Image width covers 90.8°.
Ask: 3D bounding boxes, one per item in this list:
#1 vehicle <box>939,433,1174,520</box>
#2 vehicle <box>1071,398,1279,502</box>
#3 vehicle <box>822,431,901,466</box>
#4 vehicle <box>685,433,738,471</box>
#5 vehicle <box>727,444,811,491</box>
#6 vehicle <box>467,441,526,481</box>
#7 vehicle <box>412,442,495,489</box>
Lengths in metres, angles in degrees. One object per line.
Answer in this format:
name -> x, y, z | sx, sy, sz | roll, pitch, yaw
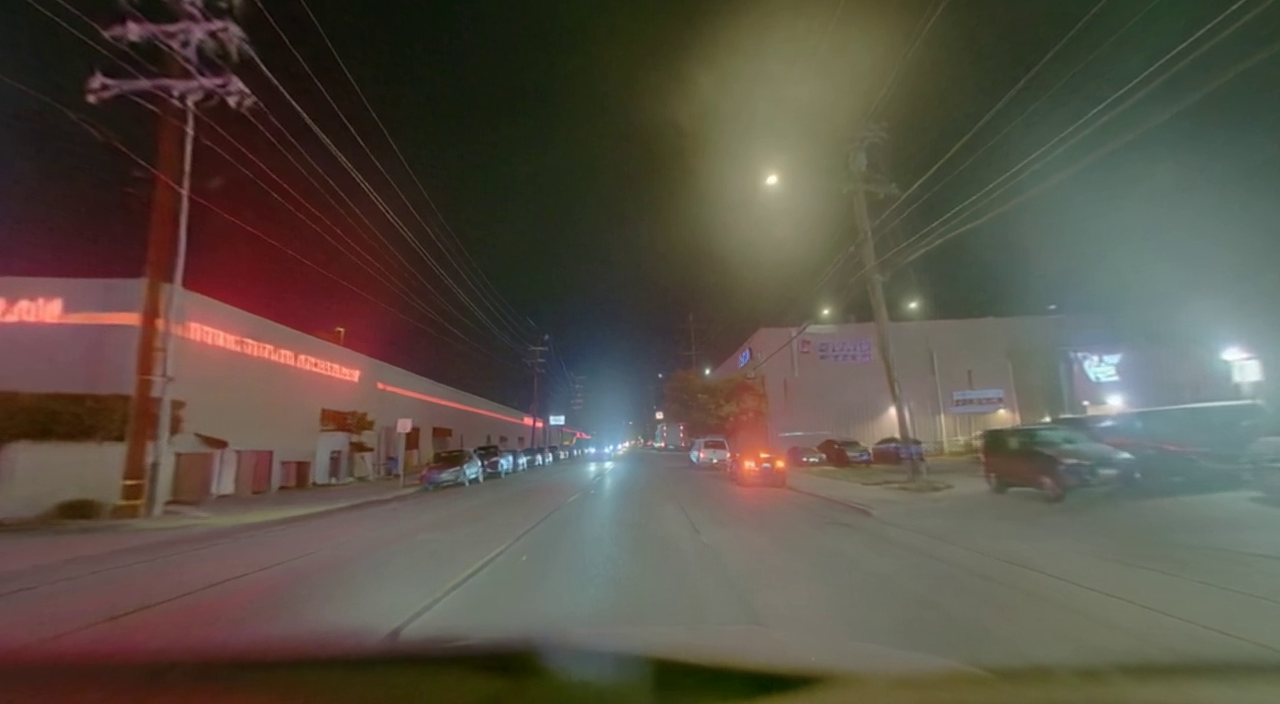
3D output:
vehicle -> 8.273, 2.477, 13.191 | 1.973, 1.485, 4.377 | -1, -8, 1
vehicle -> 12.754, 2.041, 13.469 | 5.648, 1.973, 2.222 | 0, -8, -6
vehicle -> 12.073, 5.329, 34.814 | 1.965, 1.705, 4.677 | 0, -8, -10
vehicle -> 3.974, 5.695, 36.192 | 2.218, 1.956, 5.916 | 0, -8, -1
vehicle -> 4.361, 3.945, 22.093 | 1.919, 1.453, 4.425 | 0, -8, -1
vehicle -> -7.338, 5.592, 32.785 | 1.933, 1.754, 4.514 | -3, -7, 1
vehicle -> -7.685, 4.705, 26.546 | 2.194, 1.775, 4.482 | 0, -8, -1
